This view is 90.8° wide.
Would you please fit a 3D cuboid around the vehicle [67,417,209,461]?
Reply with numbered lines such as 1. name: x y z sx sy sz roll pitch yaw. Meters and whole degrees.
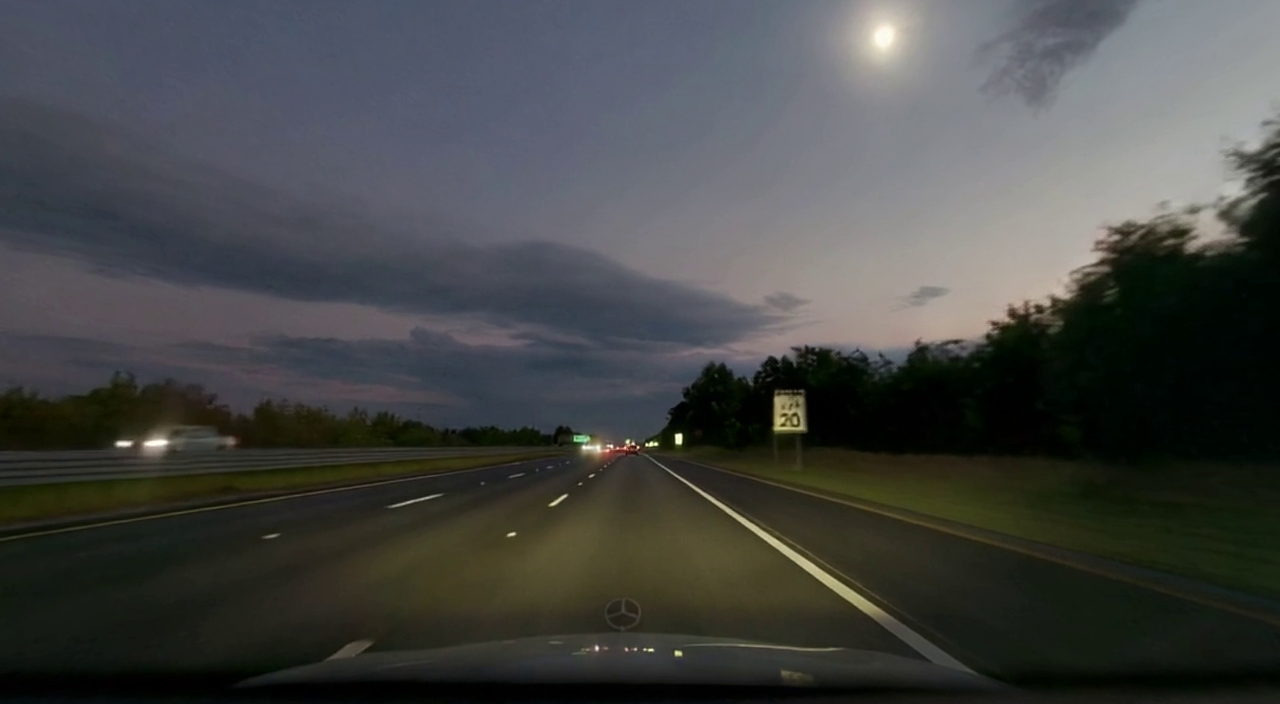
1. vehicle: -19.213 3.398 24.469 1.845 1.533 4.461 0 -9 -1
